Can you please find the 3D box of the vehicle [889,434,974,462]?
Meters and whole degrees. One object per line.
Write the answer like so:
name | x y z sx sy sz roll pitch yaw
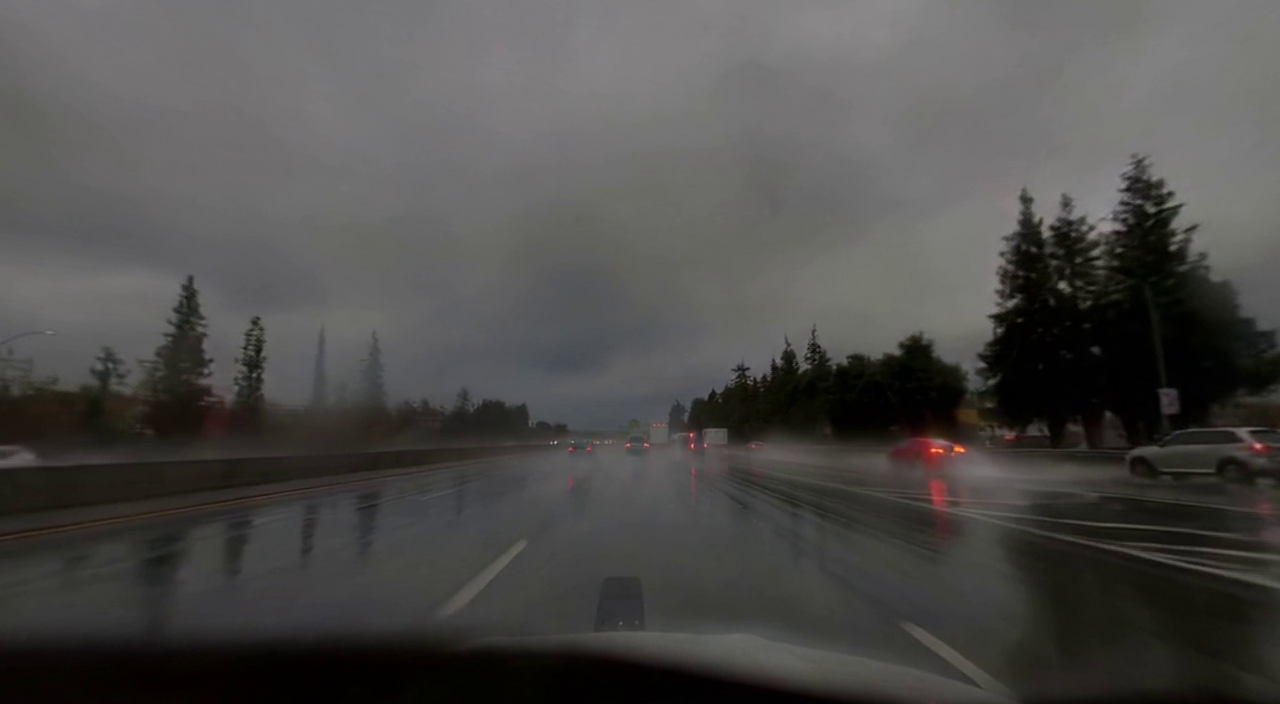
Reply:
vehicle | 20.735 6.876 45.093 2.261 1.824 5.678 2 -9 -17

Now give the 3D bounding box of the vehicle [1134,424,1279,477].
vehicle | 23.128 3.901 24.970 2.139 1.881 5.005 3 -9 -20

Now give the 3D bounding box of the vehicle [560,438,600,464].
vehicle | -3.663 6.100 39.004 2.066 1.500 4.415 0 -8 0

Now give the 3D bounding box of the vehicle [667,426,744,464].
vehicle | 3.823 6.051 40.857 3.042 2.004 14.051 0 -8 -2
